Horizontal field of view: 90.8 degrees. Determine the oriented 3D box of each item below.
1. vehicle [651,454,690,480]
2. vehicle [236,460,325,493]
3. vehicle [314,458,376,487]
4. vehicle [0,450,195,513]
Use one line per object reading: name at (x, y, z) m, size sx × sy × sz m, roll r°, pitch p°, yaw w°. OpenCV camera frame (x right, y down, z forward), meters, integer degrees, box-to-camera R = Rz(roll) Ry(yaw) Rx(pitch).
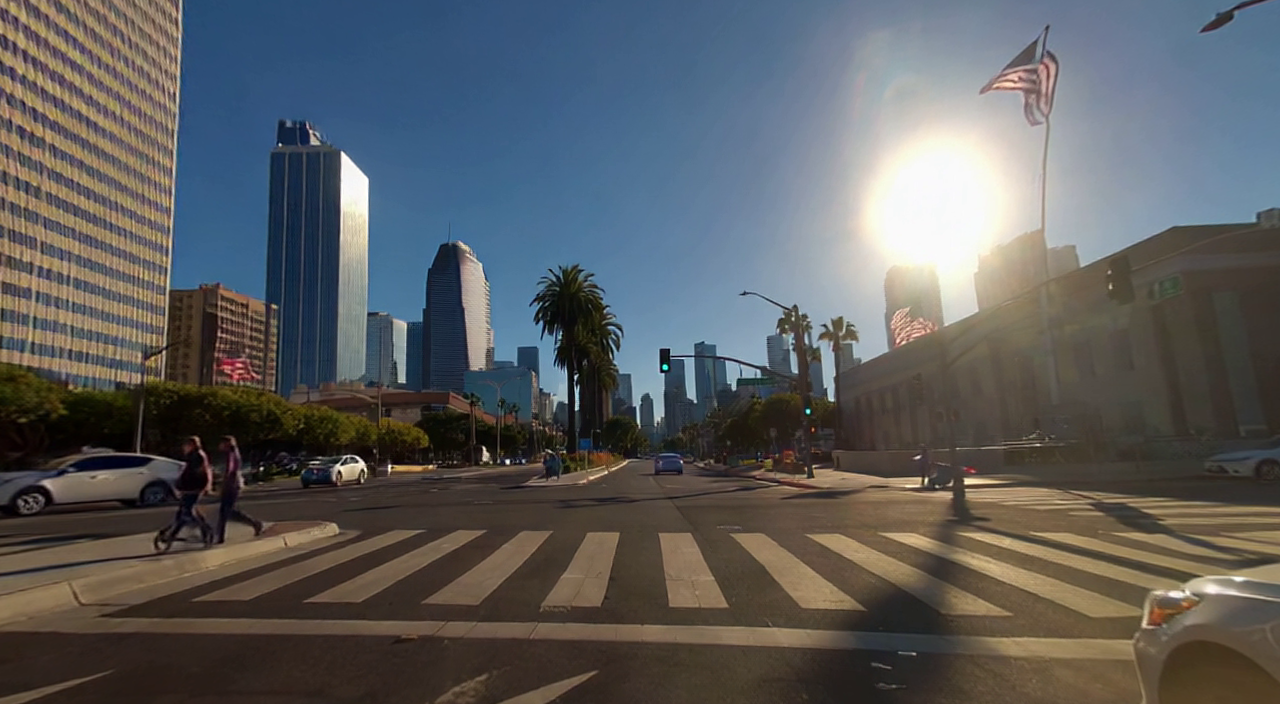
vehicle at (1.956, 7.515, 41.590) m, size 2.000 × 1.525 × 4.273 m, roll 0°, pitch -8°, yaw -5°
vehicle at (-19.934, 6.907, 35.326) m, size 2.069 × 1.540 × 4.774 m, roll 0°, pitch -8°, yaw 1°
vehicle at (-20.113, 8.227, 43.351) m, size 2.043 × 1.745 × 4.420 m, roll 0°, pitch -9°, yaw 1°
vehicle at (-15.744, 3.658, 18.231) m, size 4.499 × 1.594 × 1.898 m, roll 5°, pitch -10°, yaw -31°
